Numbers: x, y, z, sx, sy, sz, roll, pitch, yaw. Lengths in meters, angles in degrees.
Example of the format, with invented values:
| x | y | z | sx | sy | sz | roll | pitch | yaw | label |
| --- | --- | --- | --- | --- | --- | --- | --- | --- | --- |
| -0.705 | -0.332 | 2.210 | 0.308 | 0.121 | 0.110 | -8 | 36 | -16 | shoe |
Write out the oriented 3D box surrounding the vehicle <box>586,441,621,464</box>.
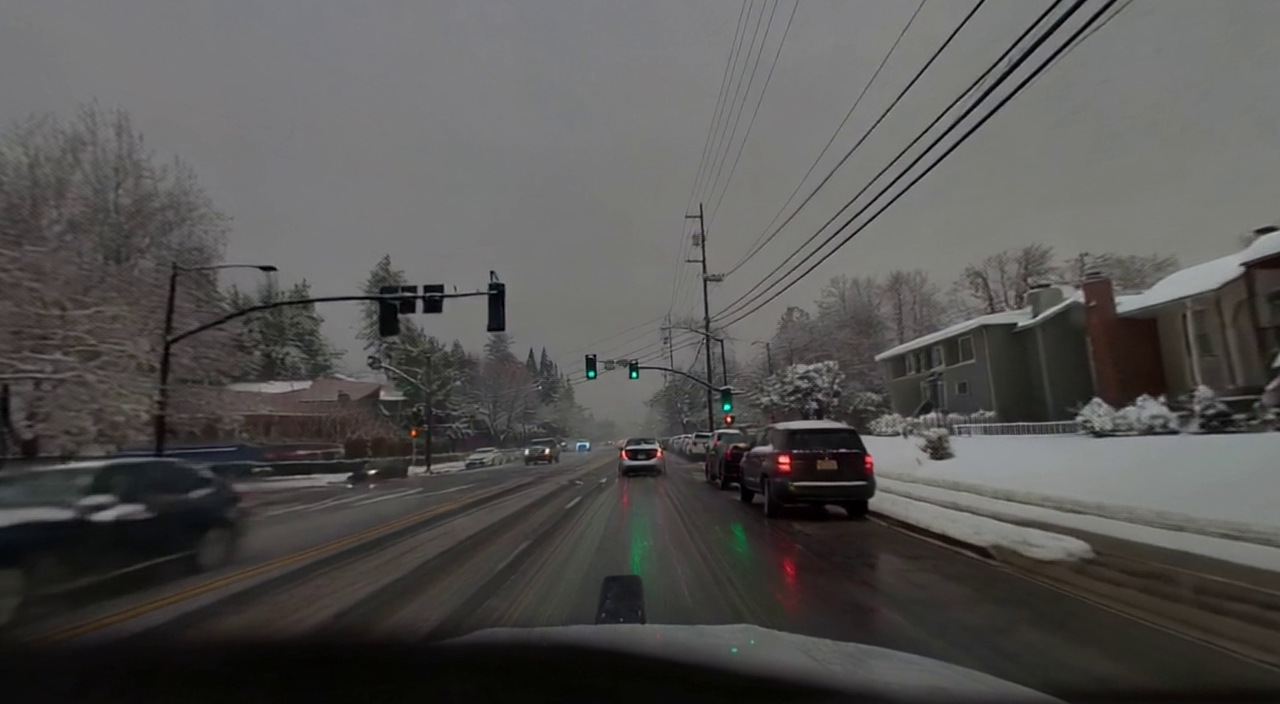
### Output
| x | y | z | sx | sy | sz | roll | pitch | yaw | label |
| --- | --- | --- | --- | --- | --- | --- | --- | --- | --- |
| -2.487 | 6.973 | 43.894 | 2.117 | 1.528 | 4.277 | 0 | -9 | 1 | vehicle |

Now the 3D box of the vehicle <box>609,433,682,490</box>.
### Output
| x | y | z | sx | sy | sz | roll | pitch | yaw | label |
| --- | --- | --- | --- | --- | --- | --- | --- | --- | --- |
| 0.121 | 3.430 | 20.081 | 2.041 | 1.575 | 4.304 | 0 | -9 | -1 | vehicle |

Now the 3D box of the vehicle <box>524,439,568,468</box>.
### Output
| x | y | z | sx | sy | sz | roll | pitch | yaw | label |
| --- | --- | --- | --- | --- | --- | --- | --- | --- | --- |
| -6.264 | 6.846 | 42.591 | 2.175 | 1.820 | 4.643 | 0 | -9 | 1 | vehicle |

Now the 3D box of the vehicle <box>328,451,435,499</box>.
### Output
| x | y | z | sx | sy | sz | roll | pitch | yaw | label |
| --- | --- | --- | --- | --- | --- | --- | --- | --- | --- |
| -9.124 | 4.353 | 22.798 | 1.908 | 1.511 | 4.611 | 0 | -9 | 0 | vehicle |

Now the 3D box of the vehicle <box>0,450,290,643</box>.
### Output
| x | y | z | sx | sy | sz | roll | pitch | yaw | label |
| --- | --- | --- | --- | --- | --- | --- | --- | --- | --- |
| -6.013 | 1.806 | 6.614 | 1.981 | 1.498 | 4.701 | -1 | -9 | 0 | vehicle |

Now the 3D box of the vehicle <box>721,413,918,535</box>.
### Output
| x | y | z | sx | sy | sz | roll | pitch | yaw | label |
| --- | --- | --- | --- | --- | --- | --- | --- | --- | --- |
| 2.874 | 2.104 | 11.419 | 2.060 | 1.733 | 4.639 | 0 | -9 | -1 | vehicle |

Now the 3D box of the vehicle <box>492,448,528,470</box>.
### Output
| x | y | z | sx | sy | sz | roll | pitch | yaw | label |
| --- | --- | --- | --- | --- | --- | --- | --- | --- | --- |
| -9.444 | 7.799 | 46.111 | 1.908 | 1.492 | 3.699 | -2 | -9 | -1 | vehicle |
